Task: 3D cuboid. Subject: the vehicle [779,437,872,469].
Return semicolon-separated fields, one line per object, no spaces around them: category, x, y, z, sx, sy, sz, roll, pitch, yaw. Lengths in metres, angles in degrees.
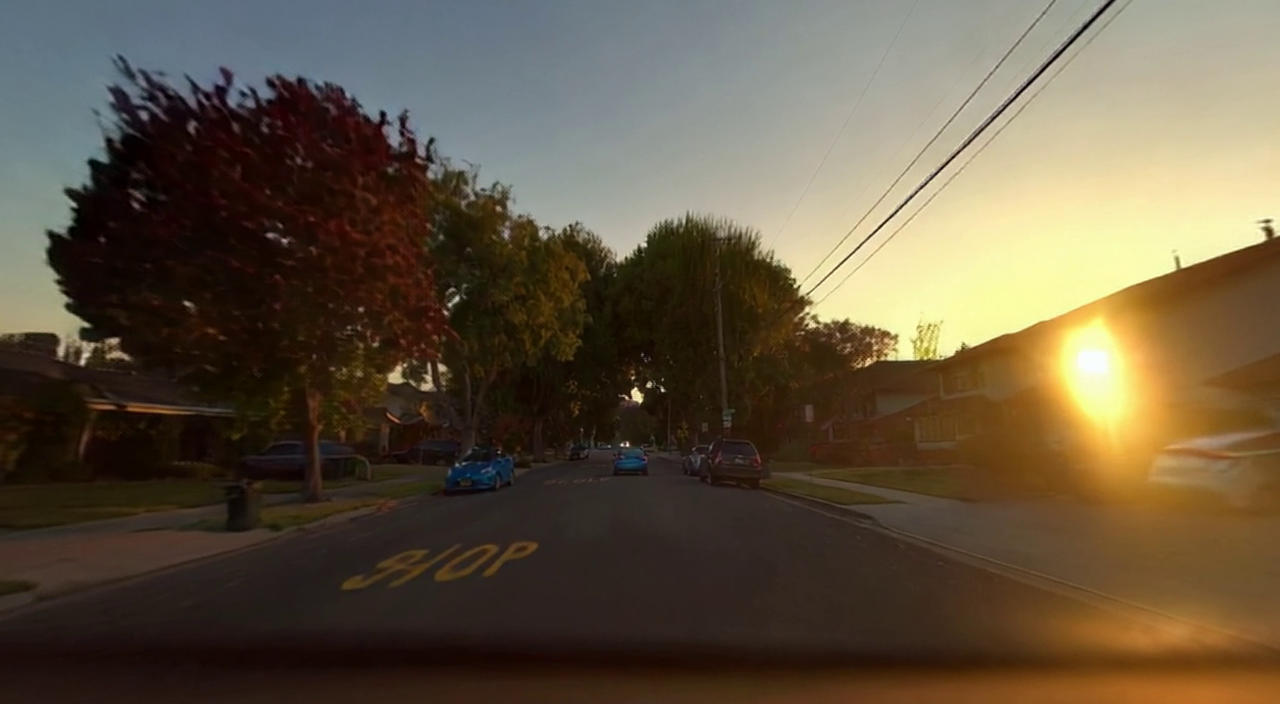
vehicle;10.729;5.853;36.833;4.730;1.504;1.894;-3;-8;0

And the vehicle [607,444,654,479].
vehicle;-0.433;4.895;28.562;2.000;1.449;4.006;0;-8;-1

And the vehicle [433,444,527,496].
vehicle;-5.465;4.050;22.148;1.984;1.498;4.508;-3;-8;2

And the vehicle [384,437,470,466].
vehicle;-13.609;6.401;40.634;4.836;1.831;1.982;0;-9;-2

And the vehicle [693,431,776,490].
vehicle;3.414;4.054;23.982;2.221;1.960;4.927;0;-9;-2

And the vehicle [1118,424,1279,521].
vehicle;11.505;2.080;11.431;4.157;1.520;1.938;-1;-8;-4
